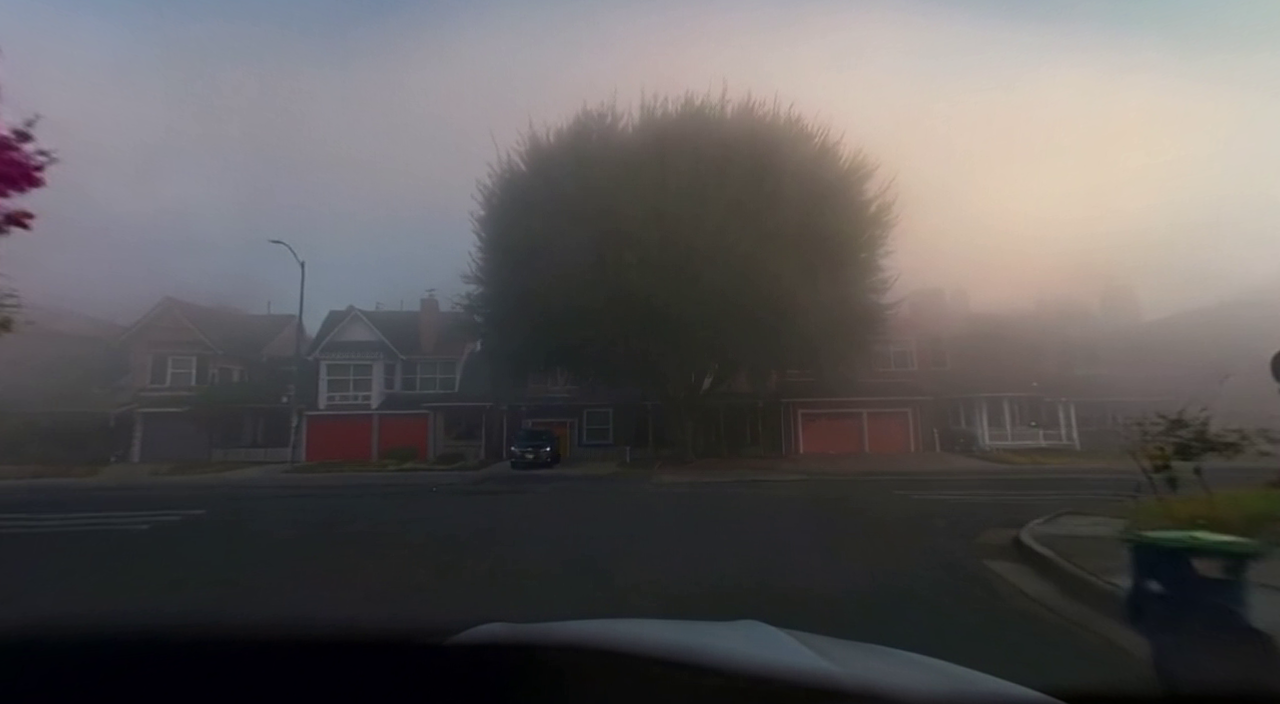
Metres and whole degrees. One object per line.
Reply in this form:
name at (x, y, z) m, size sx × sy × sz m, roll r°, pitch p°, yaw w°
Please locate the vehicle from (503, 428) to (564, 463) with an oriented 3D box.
vehicle at (-4.792, 4.320, 29.032) m, size 1.968 × 1.491 × 4.486 m, roll 0°, pitch -9°, yaw 1°
